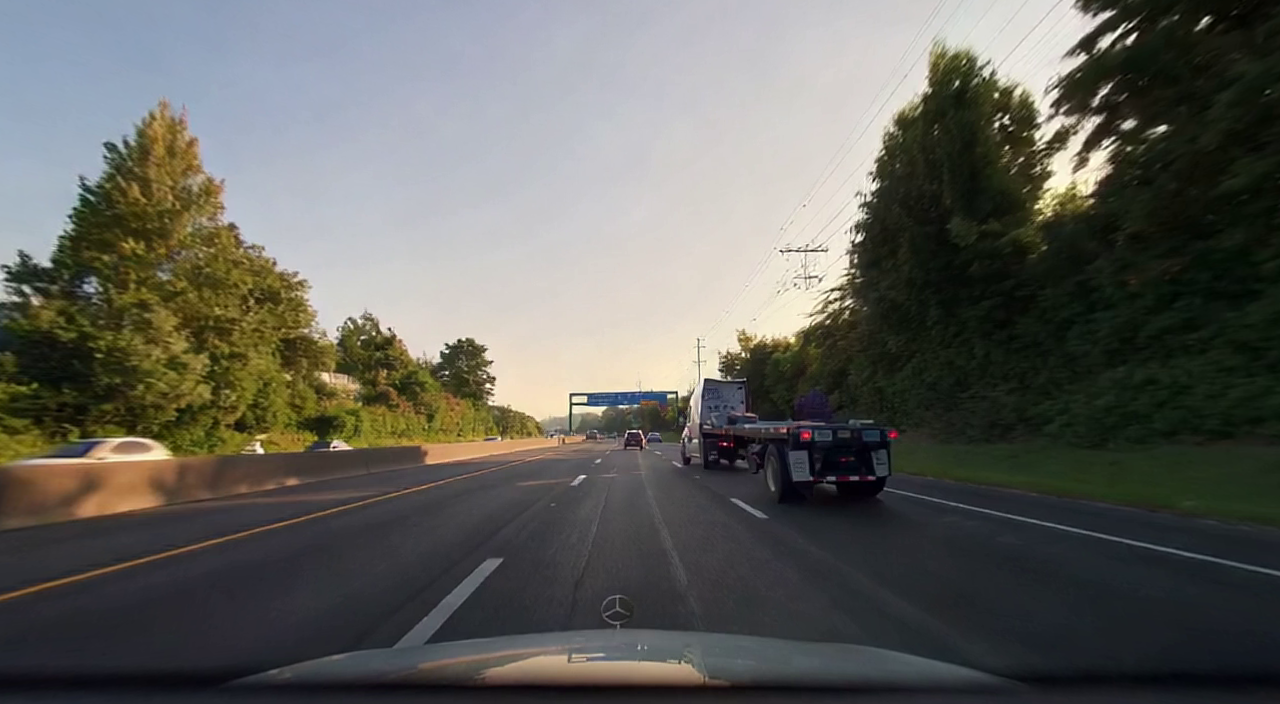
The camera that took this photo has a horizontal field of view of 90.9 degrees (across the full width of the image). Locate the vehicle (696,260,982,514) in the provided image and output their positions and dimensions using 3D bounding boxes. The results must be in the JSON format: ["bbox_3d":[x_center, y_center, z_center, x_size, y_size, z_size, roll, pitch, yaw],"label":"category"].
[{"bbox_3d":[3.635,1.372,16.416,2.944,3.973,13.227,0,-8,-1],"label":"vehicle"}]

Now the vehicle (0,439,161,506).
[{"bbox_3d":[-15.501,3.076,16.749,1.867,1.517,4.669,0,-8,-1],"label":"vehicle"}]

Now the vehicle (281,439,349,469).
[{"bbox_3d":[-20.443,6.398,39.841,1.883,1.696,4.570,0,-8,-1],"label":"vehicle"}]
